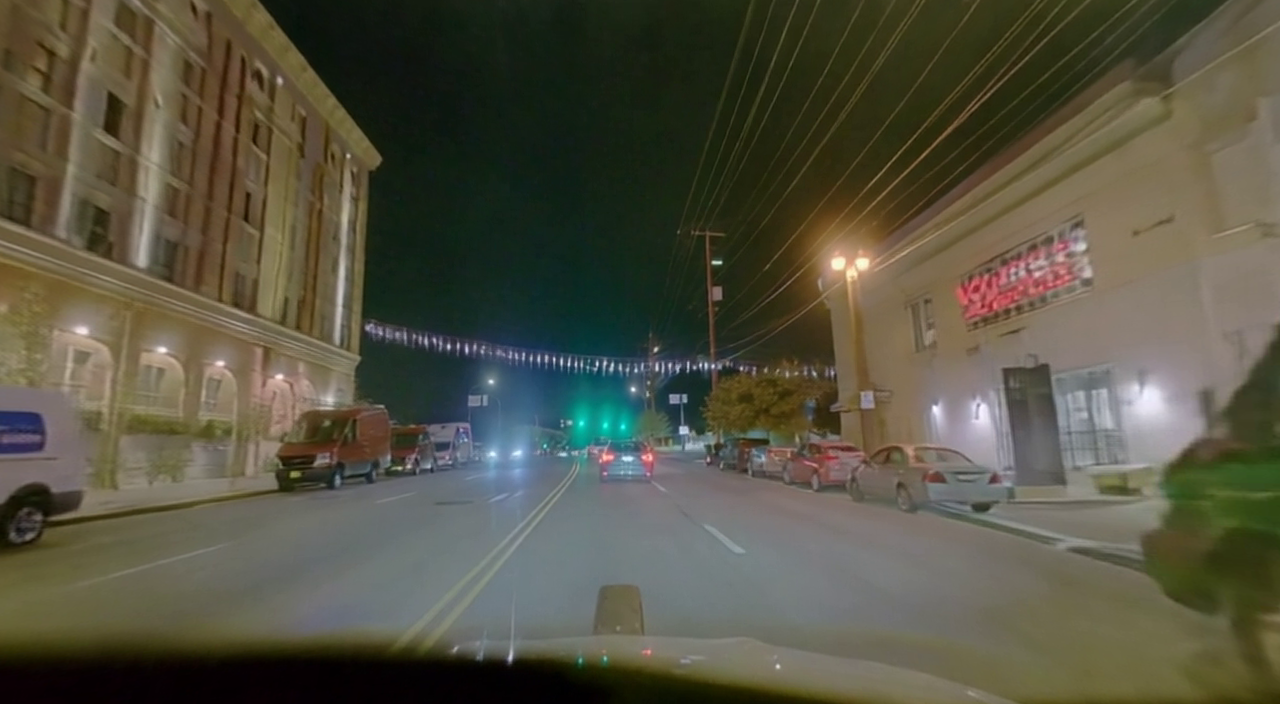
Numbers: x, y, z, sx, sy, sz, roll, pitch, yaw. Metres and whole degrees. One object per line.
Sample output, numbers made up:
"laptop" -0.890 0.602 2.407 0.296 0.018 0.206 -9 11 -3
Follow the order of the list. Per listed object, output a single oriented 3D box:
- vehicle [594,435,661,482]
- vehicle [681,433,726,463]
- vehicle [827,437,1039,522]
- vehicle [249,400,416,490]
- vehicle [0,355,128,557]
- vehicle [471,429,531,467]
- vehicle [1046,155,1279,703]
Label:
"vehicle" -0.495 3.674 22.190 2.112 1.464 4.411 0 -8 -3
"vehicle" 4.008 6.226 41.012 2.079 1.788 4.974 0 -8 -4
"vehicle" 5.723 2.514 13.137 1.921 1.430 4.455 1 -8 -6
"vehicle" -10.158 3.183 21.827 2.964 2.597 6.437 0 -8 -5
"vehicle" -9.899 1.302 7.752 2.398 2.723 5.816 0 -8 -2
"vehicle" -7.648 5.330 35.294 2.456 1.935 4.769 0 -8 -3
"vehicle" 4.513 0.125 1.308 2.492 2.720 6.884 0 -8 -2
